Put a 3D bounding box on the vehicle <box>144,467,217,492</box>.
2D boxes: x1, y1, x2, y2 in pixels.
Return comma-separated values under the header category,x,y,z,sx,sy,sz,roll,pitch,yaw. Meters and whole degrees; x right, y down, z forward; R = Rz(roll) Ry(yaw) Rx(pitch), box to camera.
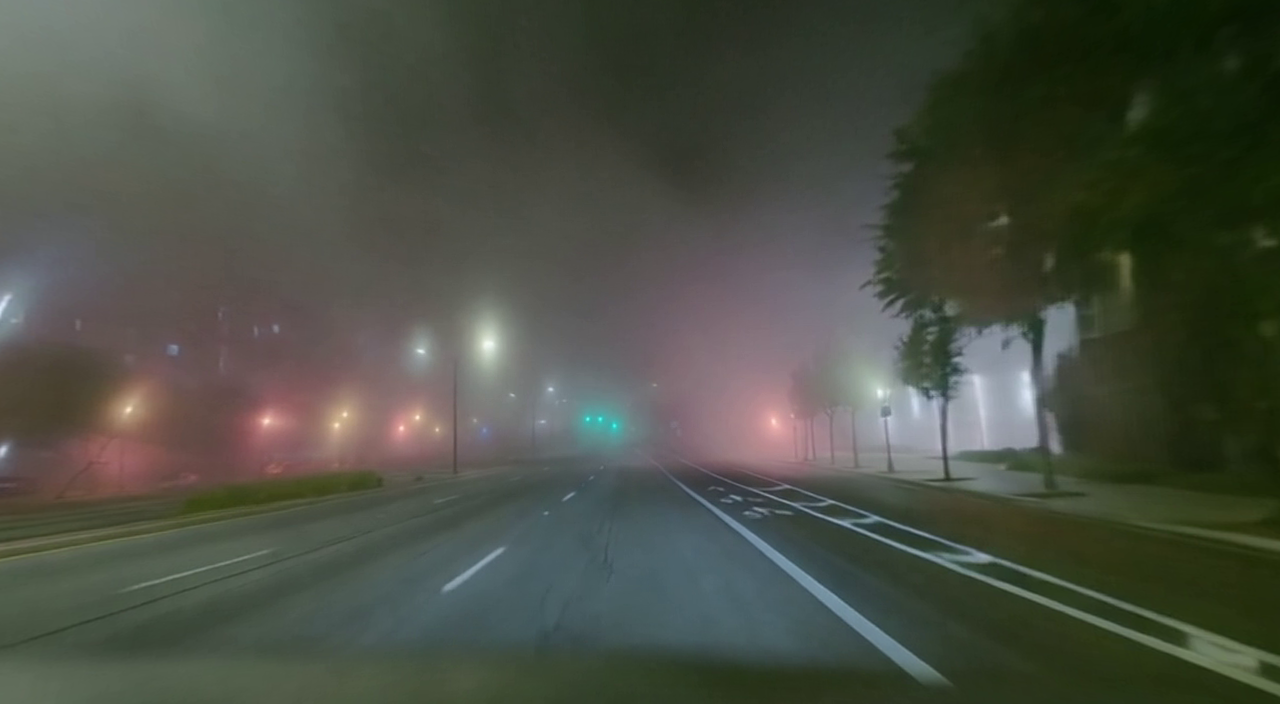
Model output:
category,x,y,z,sx,sy,sz,roll,pitch,yaw
vehicle,-33.526,9.282,46.221,2.020,1.552,4.568,0,-8,-2
